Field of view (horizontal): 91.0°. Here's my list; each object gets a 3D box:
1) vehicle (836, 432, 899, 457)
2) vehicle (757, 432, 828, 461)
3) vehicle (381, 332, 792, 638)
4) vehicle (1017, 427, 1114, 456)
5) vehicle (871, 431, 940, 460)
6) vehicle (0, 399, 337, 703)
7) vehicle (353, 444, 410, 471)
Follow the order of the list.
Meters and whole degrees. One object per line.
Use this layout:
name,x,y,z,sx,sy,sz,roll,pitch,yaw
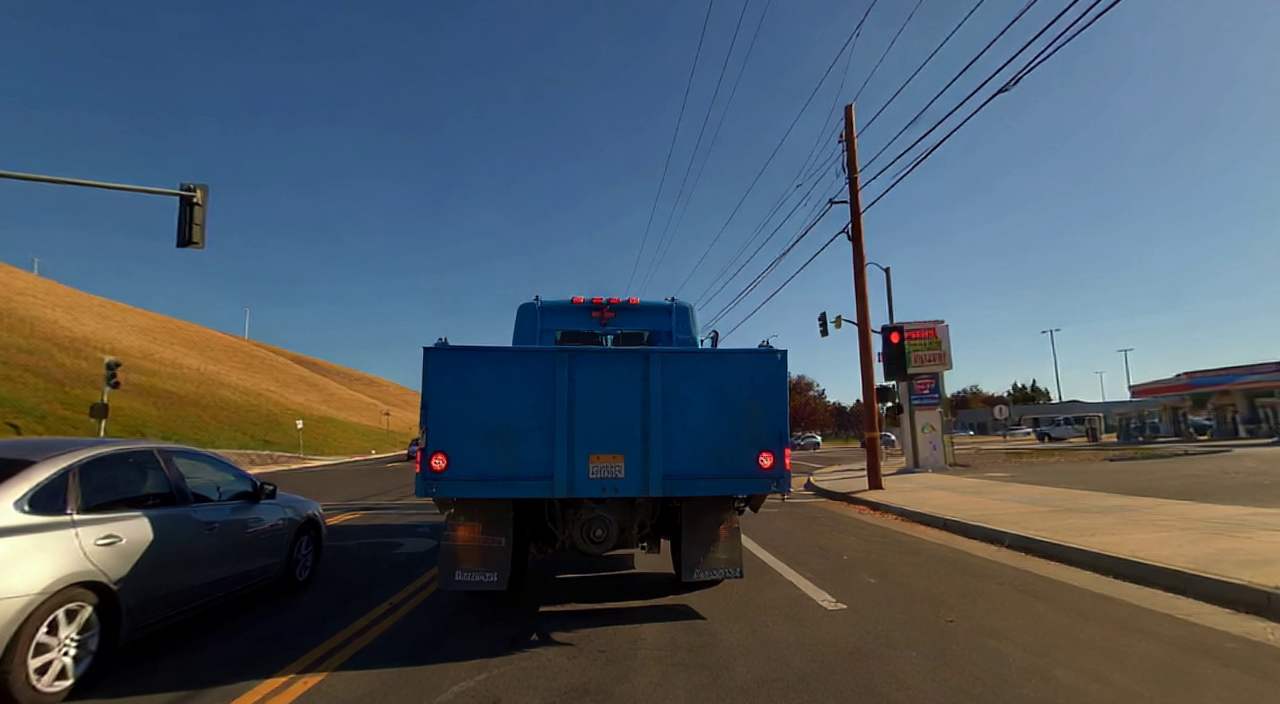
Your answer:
vehicle,17.059,6.923,47.171,4.975,1.799,2.117,7,-11,-39
vehicle,9.946,6.146,40.917,4.806,1.798,2.022,7,-11,-41
vehicle,-0.425,1.321,7.207,2.859,2.144,5.406,0,-9,-1
vehicle,25.561,5.386,37.930,4.419,1.496,1.854,-2,-9,1
vehicle,17.341,6.104,40.976,5.021,1.757,2.012,7,-11,-41
vehicle,-3.962,1.188,3.979,2.017,1.555,4.150,-1,-9,0
vehicle,-17.124,7.009,41.911,2.133,1.690,4.331,0,-9,-3
